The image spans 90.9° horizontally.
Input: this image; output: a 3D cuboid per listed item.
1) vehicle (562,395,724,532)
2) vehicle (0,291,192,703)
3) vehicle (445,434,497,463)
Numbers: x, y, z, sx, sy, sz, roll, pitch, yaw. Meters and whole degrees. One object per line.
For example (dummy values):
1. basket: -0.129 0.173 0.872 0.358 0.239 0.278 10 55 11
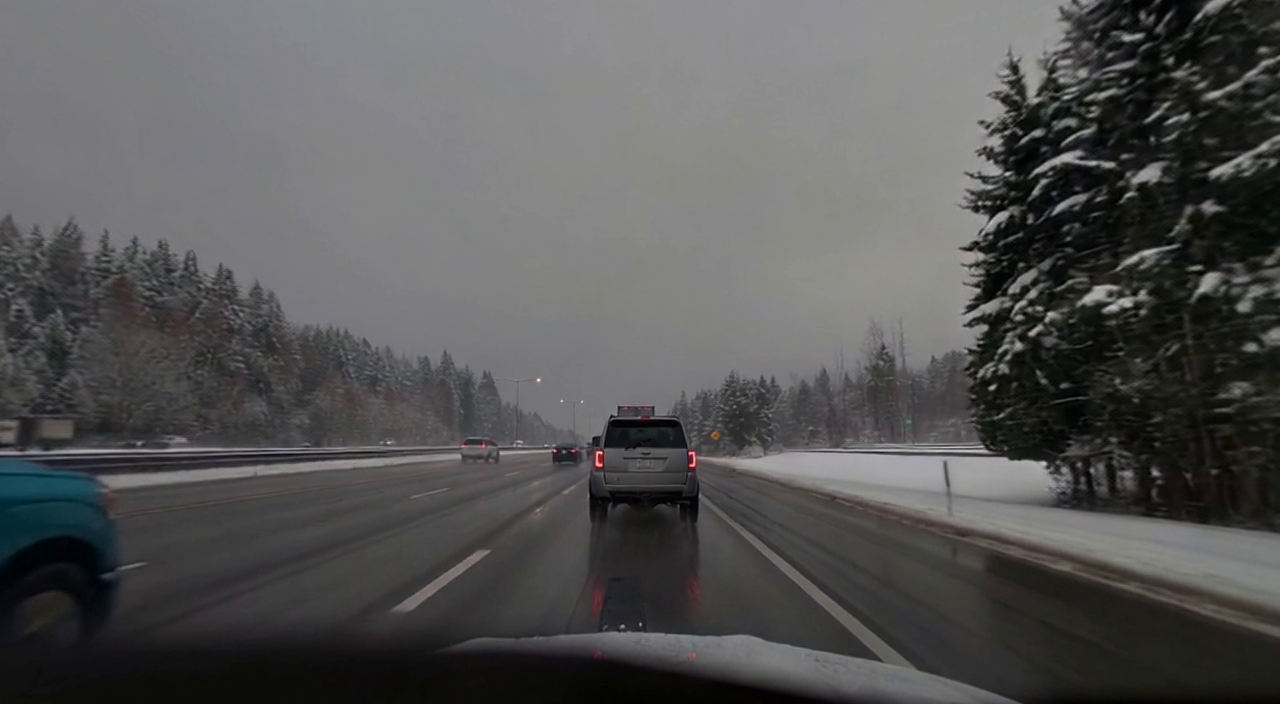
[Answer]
1. vehicle: 0.023 1.997 11.763 2.395 2.013 4.734 0 -8 -1
2. vehicle: -4.101 0.476 1.088 2.486 1.962 5.525 0 -8 1
3. vehicle: -10.816 6.219 40.721 2.009 1.771 4.540 0 -8 1
